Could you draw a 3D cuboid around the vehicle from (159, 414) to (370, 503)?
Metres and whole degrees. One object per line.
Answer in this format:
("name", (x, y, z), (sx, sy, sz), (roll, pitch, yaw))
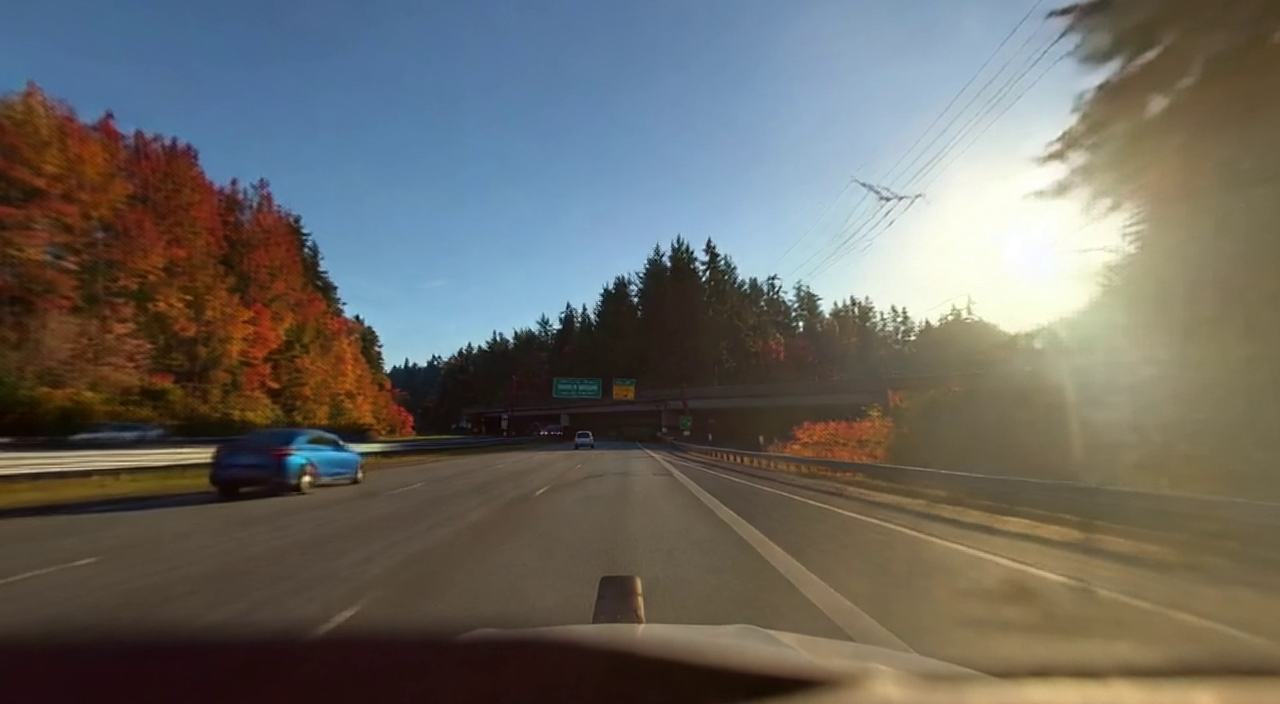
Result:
("vehicle", (-8.157, 2.340, 14.314), (1.987, 1.677, 4.580), (0, -8, -1))

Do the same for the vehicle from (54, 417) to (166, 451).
("vehicle", (-26.108, 4.083, 31.174), (1.962, 1.542, 4.111), (0, -8, 0))
